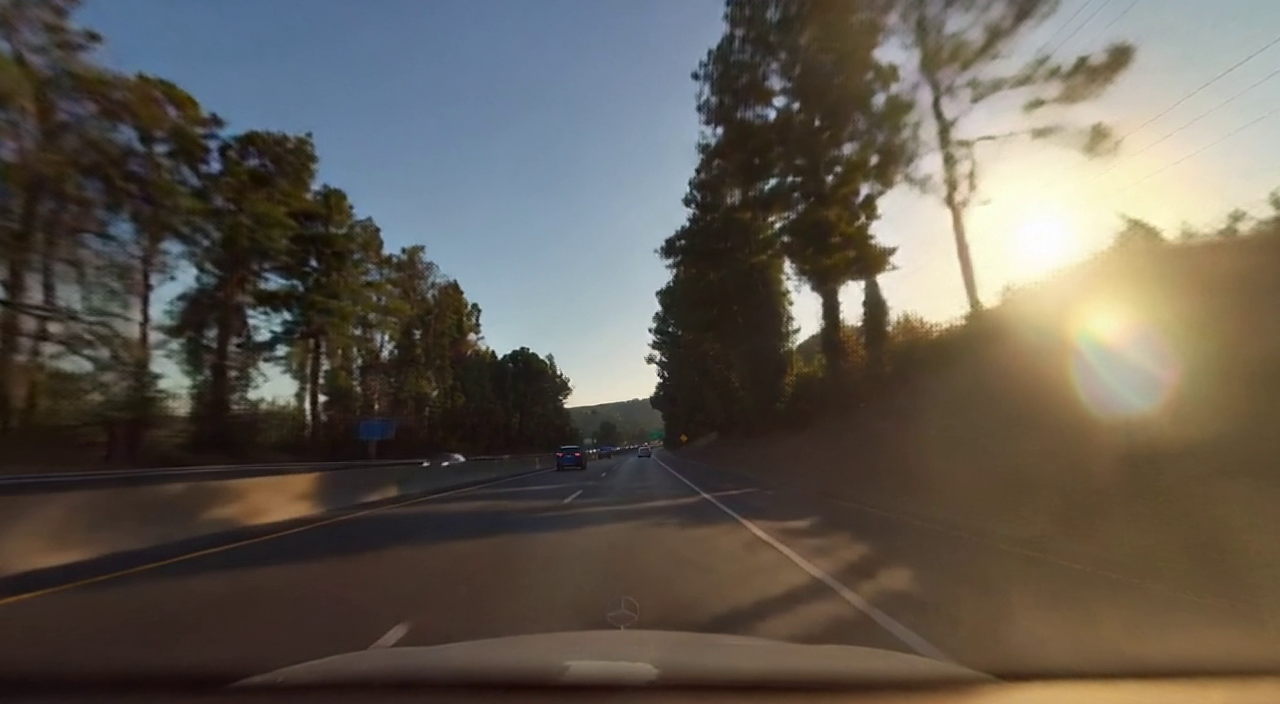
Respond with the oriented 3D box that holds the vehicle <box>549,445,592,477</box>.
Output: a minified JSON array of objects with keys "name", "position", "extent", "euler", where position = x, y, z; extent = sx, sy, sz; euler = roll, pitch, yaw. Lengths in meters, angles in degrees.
[{"name":"vehicle","position":[-3.744,5.946,34.676],"extent":[1.846,1.600,4.108],"euler":[0,-9,0]}]
